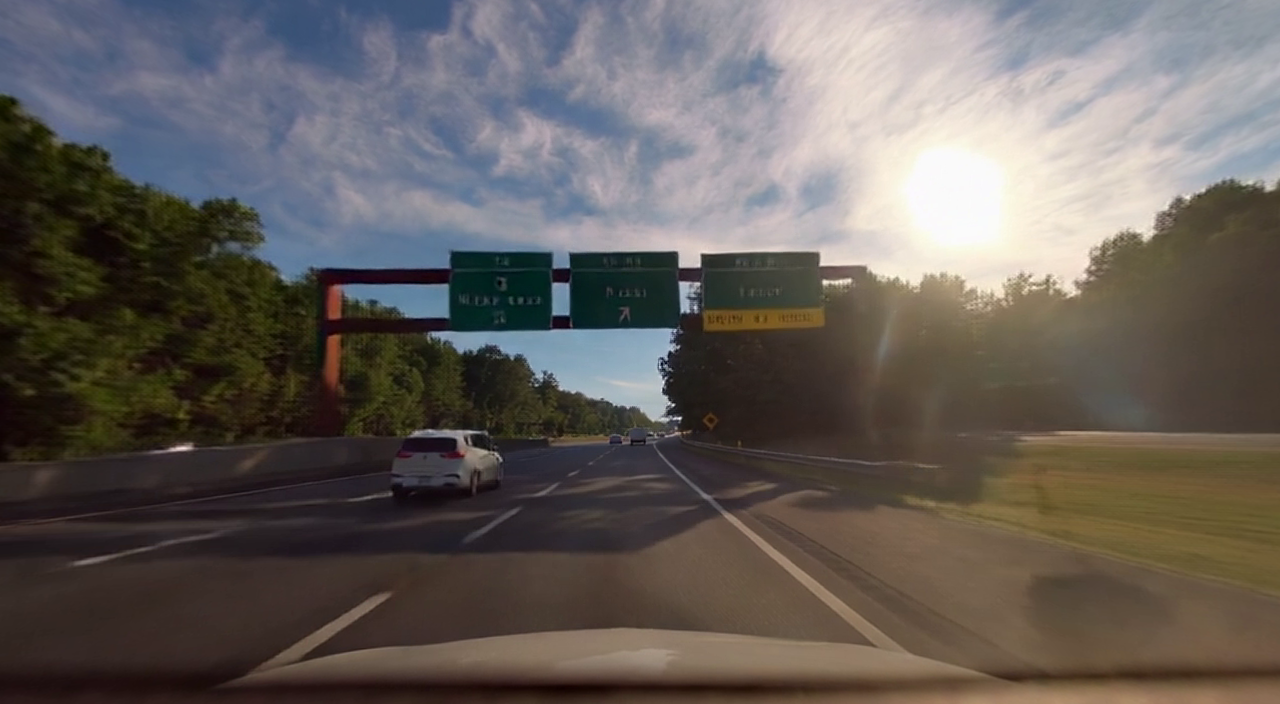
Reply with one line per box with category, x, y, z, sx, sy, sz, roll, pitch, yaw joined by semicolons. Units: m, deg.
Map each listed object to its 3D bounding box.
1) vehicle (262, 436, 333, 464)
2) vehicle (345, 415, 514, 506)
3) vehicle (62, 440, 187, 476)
vehicle;-19.873;5.688;36.743;1.797;1.507;3.975;0;-8;1
vehicle;-4.217;2.236;13.540;2.052;1.626;4.514;0;-8;0
vehicle;-24.014;4.919;29.631;1.887;1.503;4.690;0;-8;0
